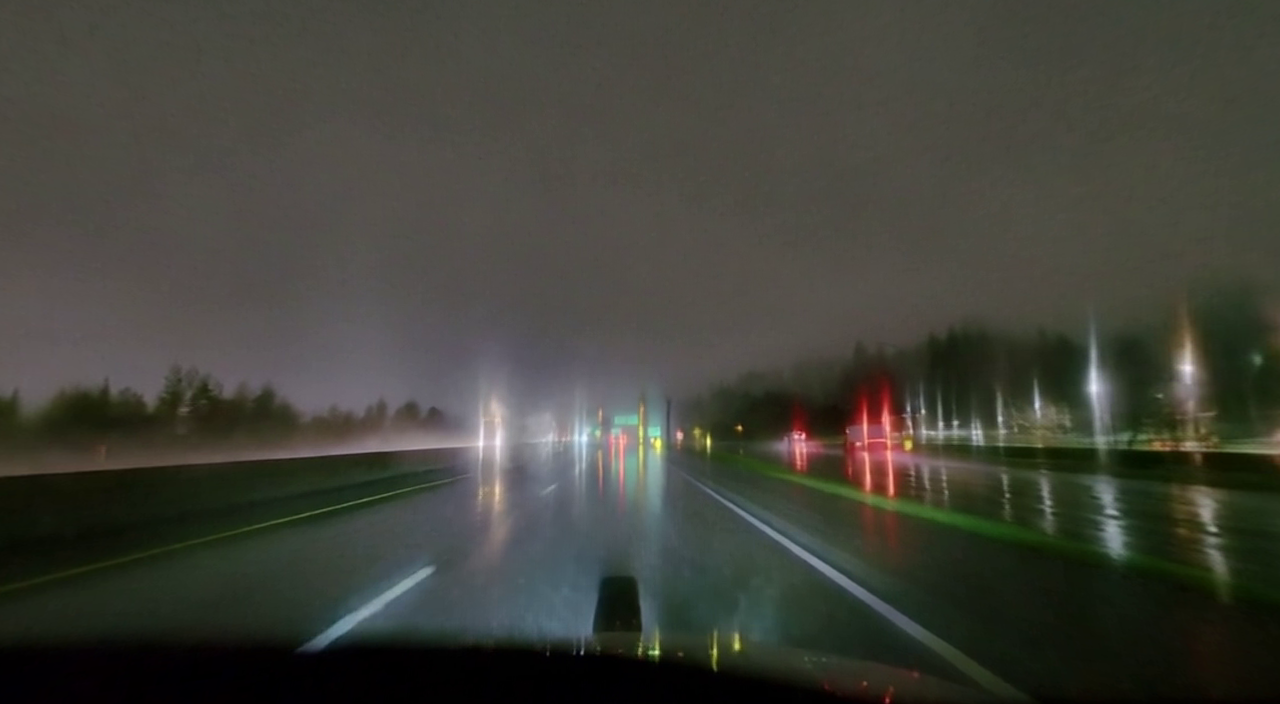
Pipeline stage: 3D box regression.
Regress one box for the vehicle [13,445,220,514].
[{"bbox_3d":[-13.138,3.161,16.242,1.912,1.471,4.024,0,-8,-1],"label":"vehicle"}]
